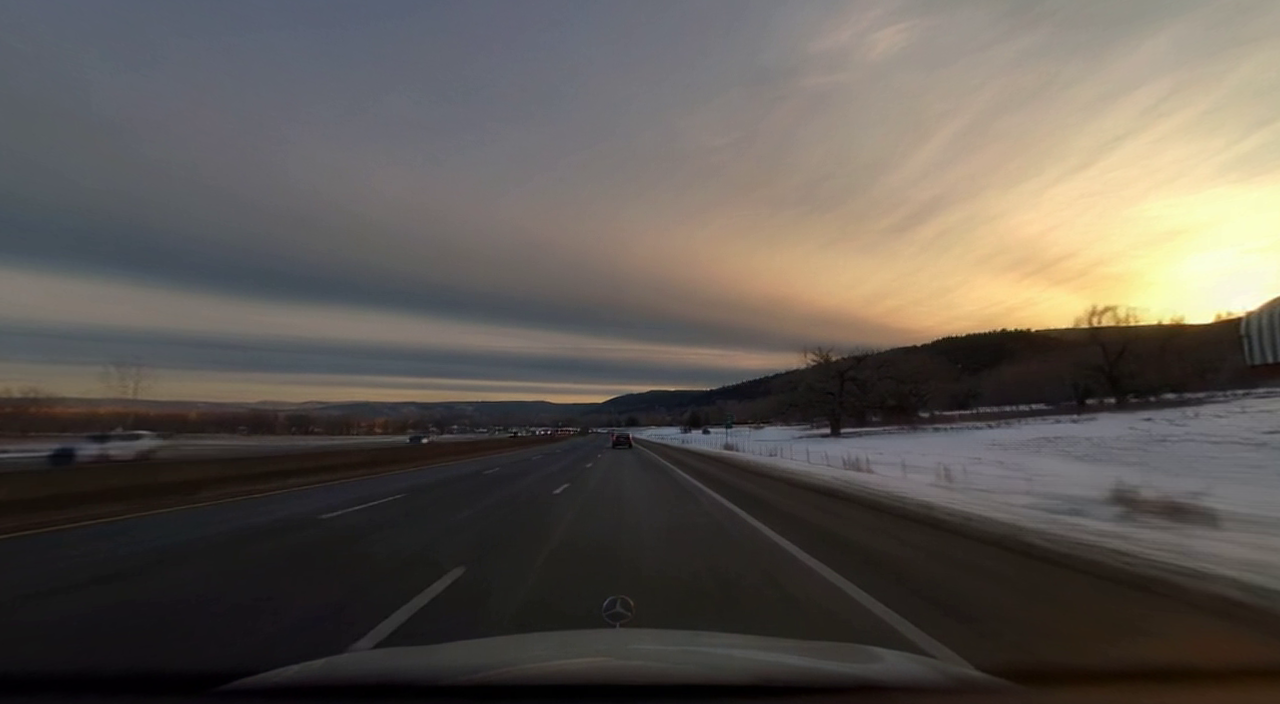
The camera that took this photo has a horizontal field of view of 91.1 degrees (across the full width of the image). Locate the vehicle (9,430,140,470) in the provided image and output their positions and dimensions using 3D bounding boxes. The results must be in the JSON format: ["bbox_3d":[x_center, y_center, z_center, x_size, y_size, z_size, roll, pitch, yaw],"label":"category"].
[{"bbox_3d":[-23.209,4.025,26.036,1.780,1.487,3.936,0,-8,0],"label":"vehicle"}]
